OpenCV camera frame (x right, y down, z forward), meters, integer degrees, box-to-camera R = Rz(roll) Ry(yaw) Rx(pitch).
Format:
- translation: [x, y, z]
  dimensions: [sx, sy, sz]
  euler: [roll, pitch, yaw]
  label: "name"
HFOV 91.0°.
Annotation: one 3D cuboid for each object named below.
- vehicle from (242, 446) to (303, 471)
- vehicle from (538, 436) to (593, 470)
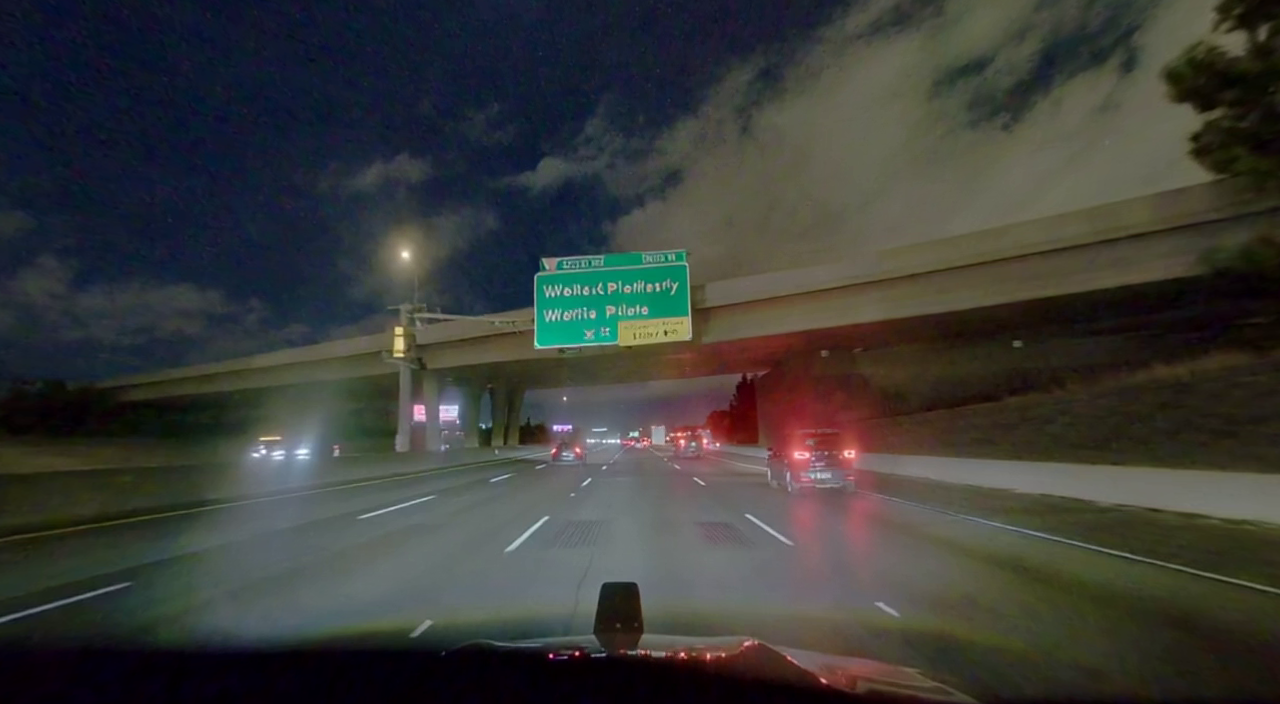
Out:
- translation: [-21.442, 6.199, 36.859]
  dimensions: [1.498, 1.339, 3.334]
  euler: [0, -8, 0]
  label: "vehicle"
- translation: [-3.470, 4.805, 30.118]
  dimensions: [2.066, 1.500, 4.415]
  euler: [0, -8, 0]
  label: "vehicle"
